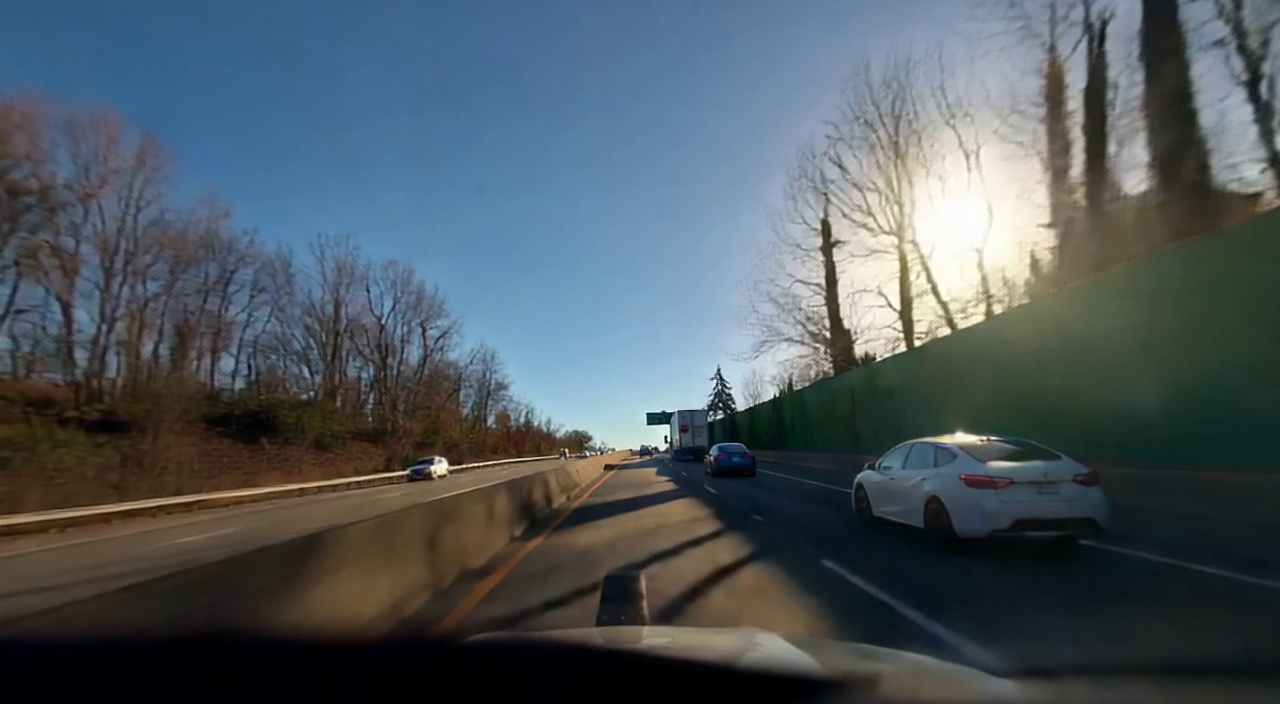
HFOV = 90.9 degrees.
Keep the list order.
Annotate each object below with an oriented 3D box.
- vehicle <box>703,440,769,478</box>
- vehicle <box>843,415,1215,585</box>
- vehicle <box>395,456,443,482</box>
[{"bbox_3d":[4.010,4.523,27.027,2.000,1.473,4.440,1,-8,-2],"label":"vehicle"},{"bbox_3d":[4.234,1.649,7.835,1.940,1.539,4.005,1,-8,-2],"label":"vehicle"},{"bbox_3d":[-13.588,7.187,38.932,1.777,1.465,3.889,1,-8,-4],"label":"vehicle"}]
